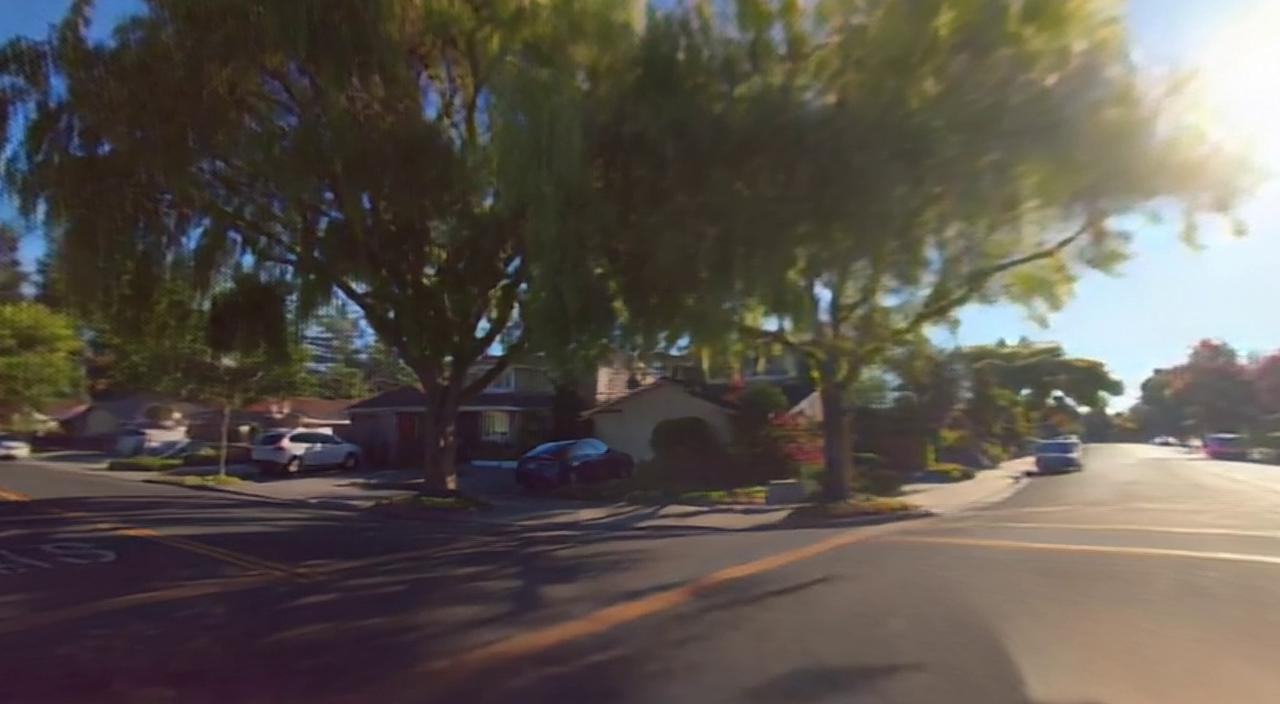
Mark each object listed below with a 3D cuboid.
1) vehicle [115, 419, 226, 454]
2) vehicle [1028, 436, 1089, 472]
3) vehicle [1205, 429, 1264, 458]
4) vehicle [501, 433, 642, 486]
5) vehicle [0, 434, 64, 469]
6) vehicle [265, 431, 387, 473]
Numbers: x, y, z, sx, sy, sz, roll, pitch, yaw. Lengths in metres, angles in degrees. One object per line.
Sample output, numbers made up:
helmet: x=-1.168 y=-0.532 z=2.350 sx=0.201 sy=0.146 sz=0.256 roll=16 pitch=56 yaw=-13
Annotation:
vehicle: x=-28.344 y=5.123 z=38.317 sx=2.181 sy=1.911 sz=4.861 roll=-7 pitch=-10 yaw=36
vehicle: x=19.475 y=4.704 z=29.310 sx=2.075 sy=1.551 sz=4.074 roll=-6 pitch=-10 yaw=35
vehicle: x=36.439 y=5.626 z=38.814 sx=2.116 sy=1.711 sz=4.155 roll=-6 pitch=-10 yaw=37
vehicle: x=-2.064 y=3.425 z=20.428 sx=1.917 sy=1.499 sz=4.569 roll=-6 pitch=-10 yaw=36
vehicle: x=-28.767 y=4.558 z=29.161 sx=4.698 sy=1.506 sz=2.009 roll=-5 pitch=-10 yaw=34
vehicle: x=-13.554 y=4.331 z=27.493 sx=1.978 sy=1.666 sz=4.230 roll=-6 pitch=-11 yaw=37
